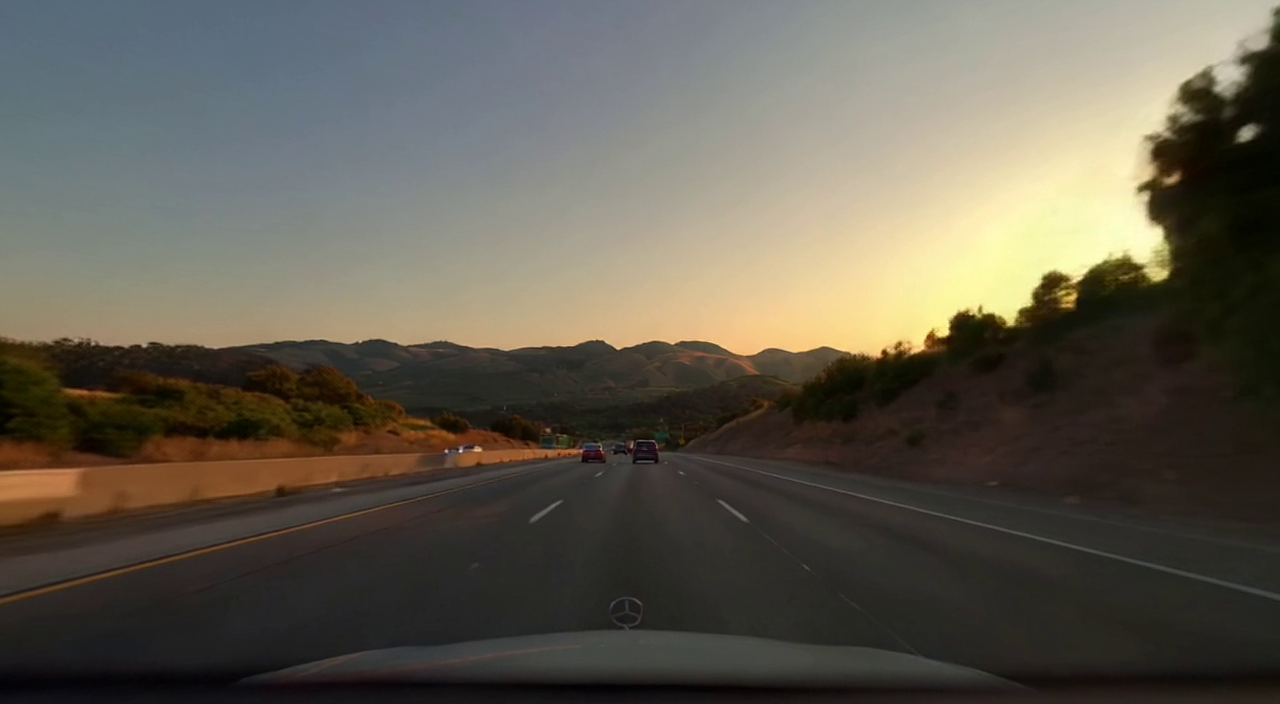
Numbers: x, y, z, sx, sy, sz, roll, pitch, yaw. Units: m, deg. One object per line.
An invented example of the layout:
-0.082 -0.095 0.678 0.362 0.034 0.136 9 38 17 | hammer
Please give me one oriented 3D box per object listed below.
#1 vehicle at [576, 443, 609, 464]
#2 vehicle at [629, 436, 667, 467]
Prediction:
-3.519 7.567 47.000 2.082 1.485 4.237 0 -8 1 | vehicle
0.461 6.282 39.798 2.272 1.836 4.866 0 -8 0 | vehicle
